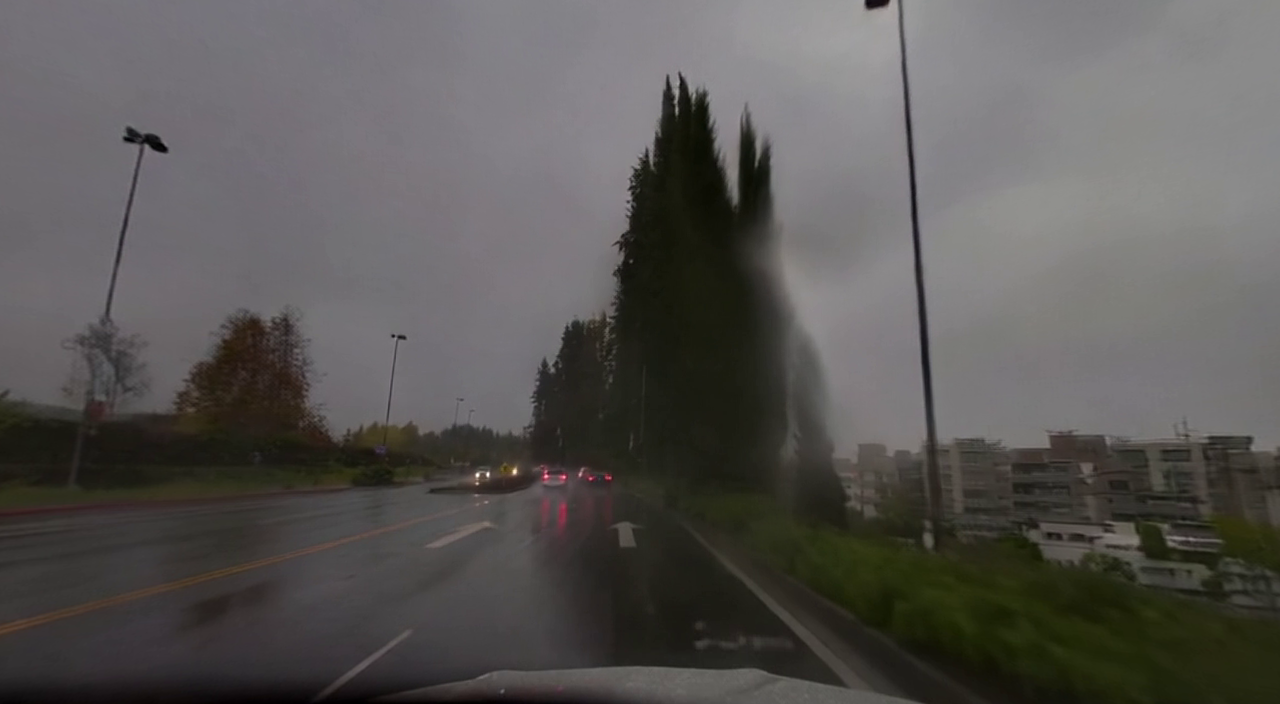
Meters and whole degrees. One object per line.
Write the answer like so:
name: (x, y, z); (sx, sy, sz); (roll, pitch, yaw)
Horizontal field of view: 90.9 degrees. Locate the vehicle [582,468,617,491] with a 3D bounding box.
vehicle: (-2.865, 8.831, 43.729); (2.129, 1.471, 4.258); (2, -10, -7)
